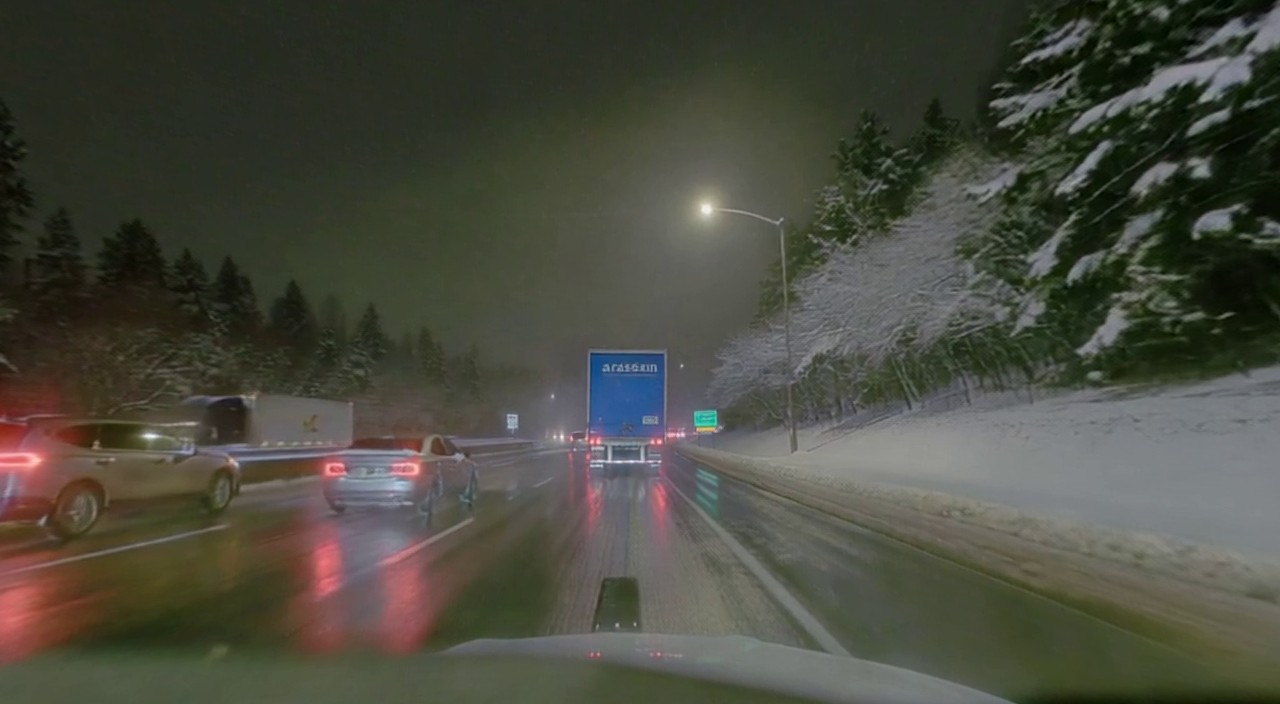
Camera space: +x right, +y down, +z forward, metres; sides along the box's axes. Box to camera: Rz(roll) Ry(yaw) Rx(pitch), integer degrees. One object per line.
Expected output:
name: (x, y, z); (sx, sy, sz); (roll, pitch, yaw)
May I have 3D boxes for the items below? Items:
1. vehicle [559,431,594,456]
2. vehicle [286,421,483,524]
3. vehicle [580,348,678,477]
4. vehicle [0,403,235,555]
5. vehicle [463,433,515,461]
vehicle: (-4.432, 6.471, 44.398); (2.104, 1.653, 4.302); (0, -8, -1)
vehicle: (-4.227, 2.024, 11.184); (1.933, 1.492, 3.838); (0, -8, -1)
vehicle: (-0.445, 2.619, 25.420); (3.118, 4.106, 10.719); (0, -8, -1)
vehicle: (-8.063, 1.659, 8.849); (1.990, 1.654, 4.129); (0, -8, -1)
vehicle: (-8.651, 5.474, 36.474); (1.976, 1.510, 4.604); (0, -8, -1)
